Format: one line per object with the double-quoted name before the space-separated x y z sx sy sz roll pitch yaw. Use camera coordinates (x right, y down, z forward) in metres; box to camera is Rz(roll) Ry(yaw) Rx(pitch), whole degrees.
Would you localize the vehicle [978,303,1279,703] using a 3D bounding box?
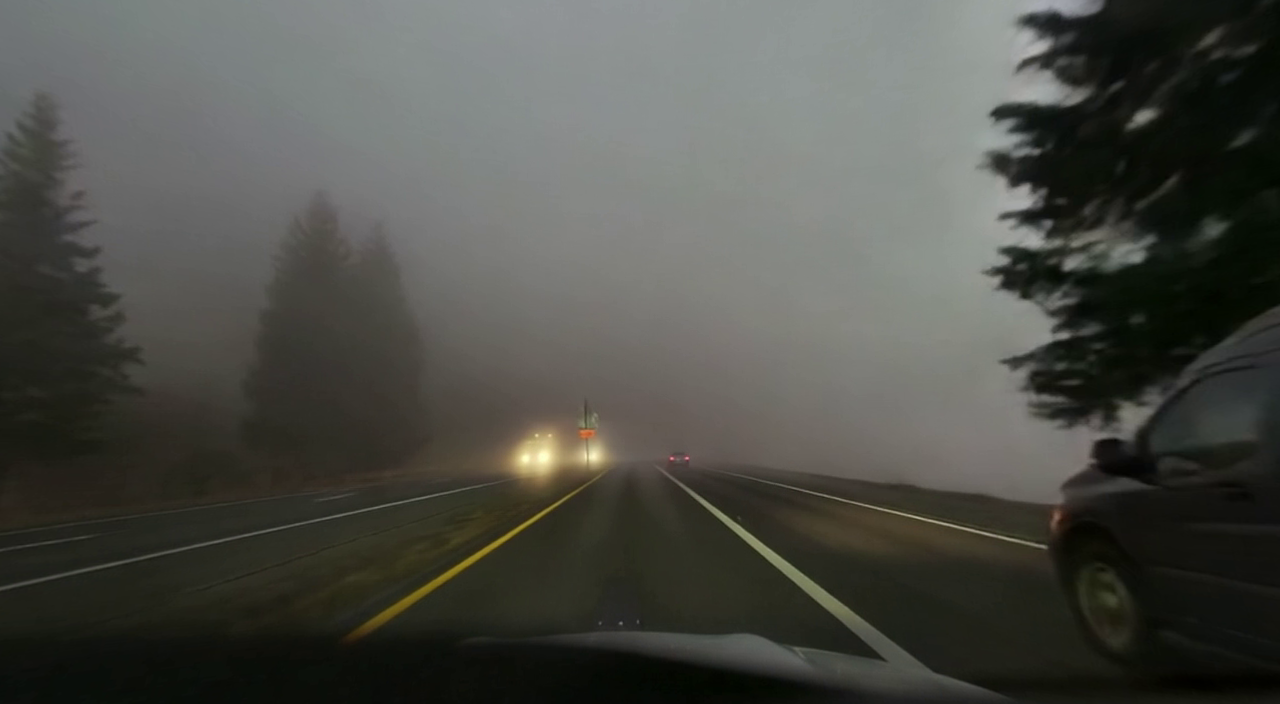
"vehicle" 3.867 0.742 2.391 2.152 1.998 5.380 0 -9 0
